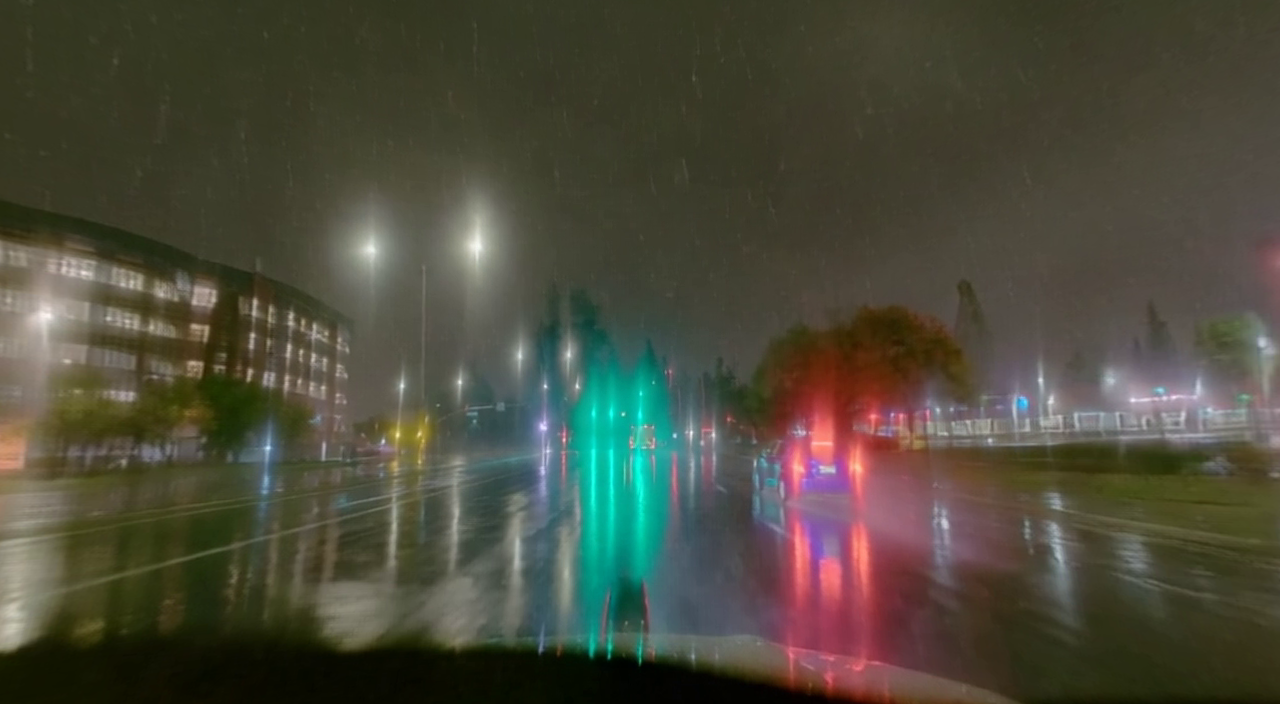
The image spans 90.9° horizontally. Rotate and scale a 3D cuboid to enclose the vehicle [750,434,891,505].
[{"bbox_3d":[4.182,2.801,15.548,2.005,1.442,4.675,0,-8,-1],"label":"vehicle"}]
